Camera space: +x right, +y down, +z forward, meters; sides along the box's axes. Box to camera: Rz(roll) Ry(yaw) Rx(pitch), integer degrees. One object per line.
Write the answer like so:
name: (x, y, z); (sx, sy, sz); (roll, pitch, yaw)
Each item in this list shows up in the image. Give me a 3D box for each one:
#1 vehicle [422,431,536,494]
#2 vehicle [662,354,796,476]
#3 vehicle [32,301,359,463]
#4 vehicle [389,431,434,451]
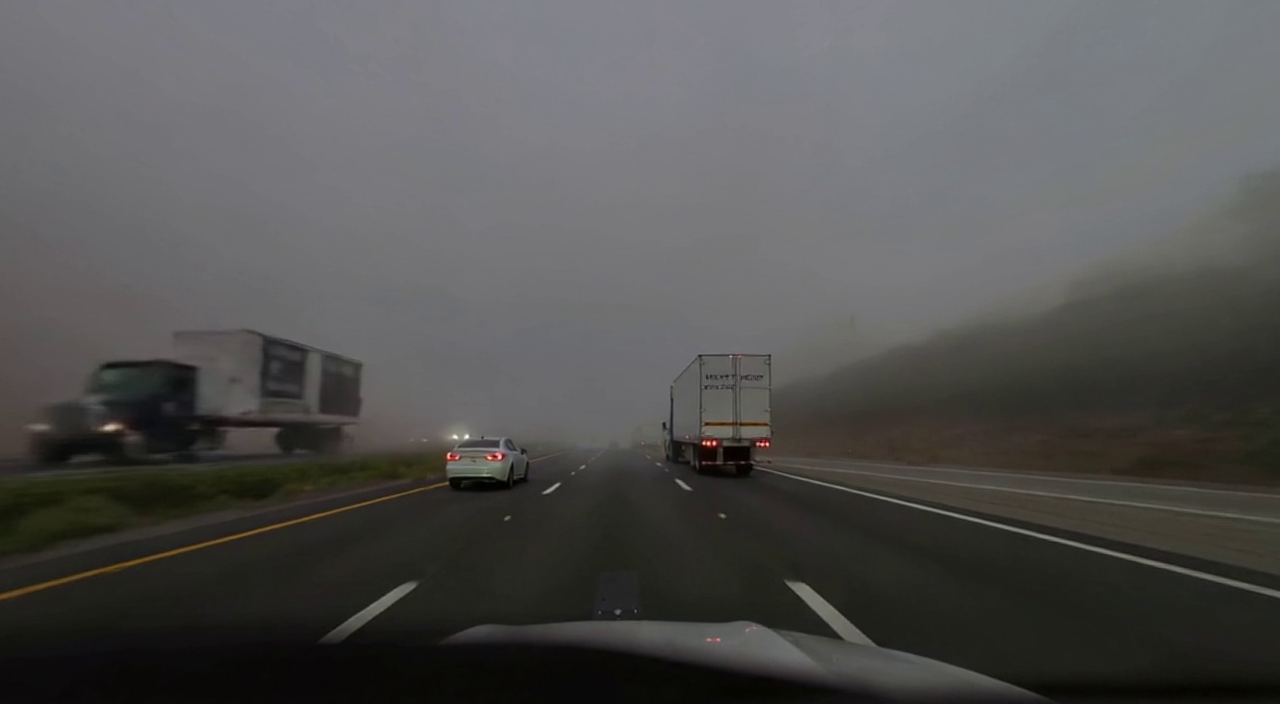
vehicle: (-4.106, 2.862, 16.874); (1.971, 1.444, 4.401); (0, -8, -1)
vehicle: (3.215, 3.017, 28.113); (3.241, 4.042, 14.292); (0, -8, -3)
vehicle: (-12.282, 1.313, 19.295); (2.938, 3.692, 9.880); (0, -8, -1)
vehicle: (-17.174, 6.706, 47.530); (1.806, 1.429, 4.397); (0, -8, -1)
